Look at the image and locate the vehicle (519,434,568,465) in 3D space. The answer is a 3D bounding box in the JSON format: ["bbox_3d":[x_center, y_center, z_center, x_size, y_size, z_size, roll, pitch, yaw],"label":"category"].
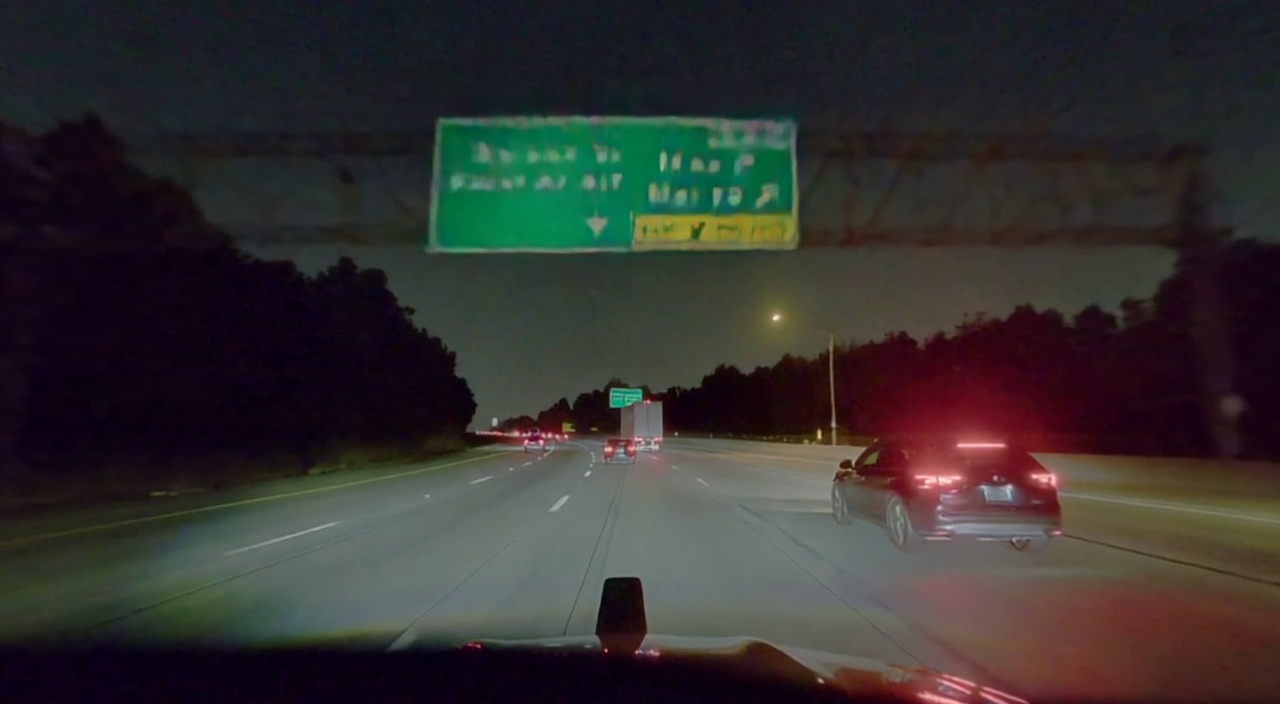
[{"bbox_3d":[-5.061,5.175,33.682,2.072,1.512,4.043,0,-8,-2],"label":"vehicle"}]

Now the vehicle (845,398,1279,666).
[{"bbox_3d":[3.582,1.317,5.718,1.971,1.472,4.301,0,-8,0],"label":"vehicle"}]

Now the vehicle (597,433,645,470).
[{"bbox_3d":[-0.849,4.436,28.177,2.020,1.516,3.951,0,-8,-2],"label":"vehicle"}]
